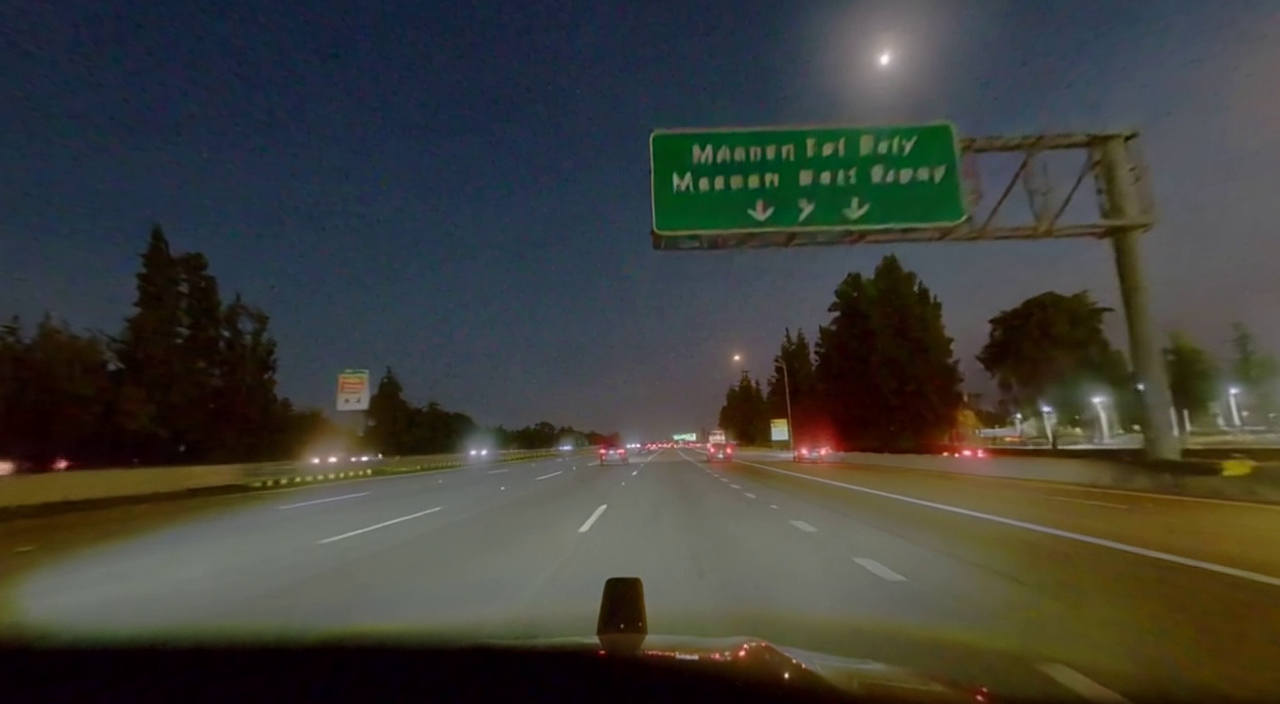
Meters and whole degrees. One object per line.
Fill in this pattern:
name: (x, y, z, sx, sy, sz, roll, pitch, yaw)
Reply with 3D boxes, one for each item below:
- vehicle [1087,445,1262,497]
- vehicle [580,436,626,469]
vehicle: (17.653, 3.906, 21.184, 1.818, 1.497, 4.469, 0, -8, -3)
vehicle: (-2.012, 5.656, 35.631, 2.196, 1.733, 4.355, 0, -8, 1)
